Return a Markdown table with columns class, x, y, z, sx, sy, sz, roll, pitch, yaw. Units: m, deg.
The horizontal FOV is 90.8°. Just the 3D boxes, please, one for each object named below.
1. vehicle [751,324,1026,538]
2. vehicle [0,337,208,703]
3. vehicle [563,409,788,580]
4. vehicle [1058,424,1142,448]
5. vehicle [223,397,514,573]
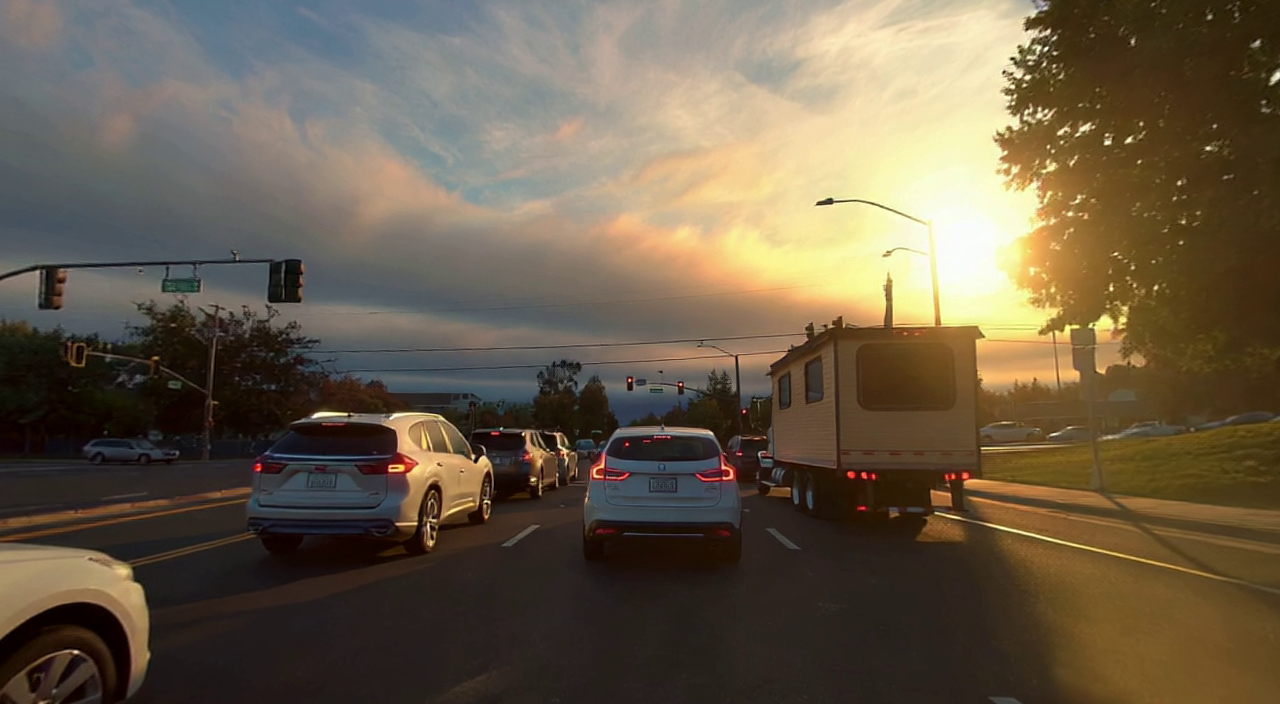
| class | x | y | z | sx | sy | sz | roll | pitch | yaw |
| --- | --- | --- | --- | --- | --- | --- | --- | --- | --- |
| vehicle | 3.685 | 1.416 | 11.007 | 2.531 | 2.750 | 5.595 | 0 | -9 | 1 |
| vehicle | -3.429 | 0.675 | 1.479 | 1.952 | 1.730 | 4.116 | 0 | -9 | -1 |
| vehicle | 0.354 | 1.706 | 8.315 | 2.189 | 1.649 | 4.171 | 0 | -9 | 0 |
| vehicle | 33.254 | 6.138 | 45.843 | 4.671 | 1.595 | 1.824 | -5 | -10 | 31 |
| vehicle | -3.277 | 1.716 | 8.844 | 2.085 | 1.812 | 4.388 | 0 | -9 | 0 |
